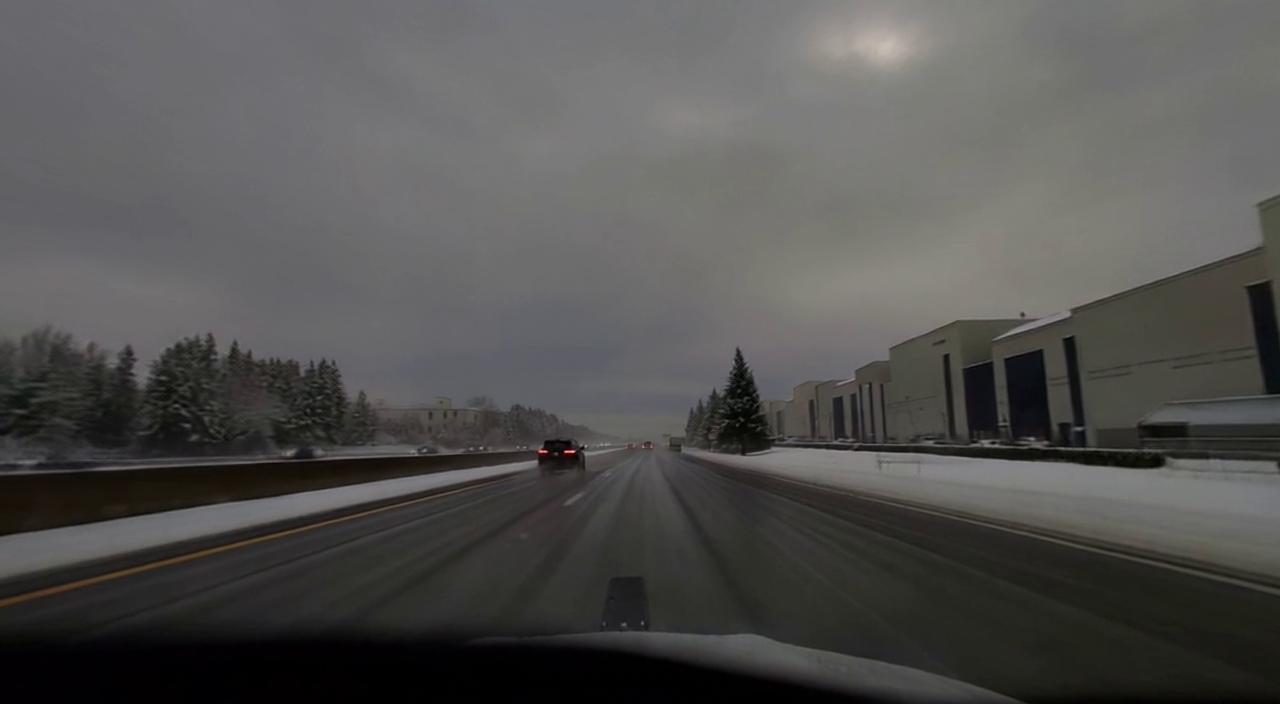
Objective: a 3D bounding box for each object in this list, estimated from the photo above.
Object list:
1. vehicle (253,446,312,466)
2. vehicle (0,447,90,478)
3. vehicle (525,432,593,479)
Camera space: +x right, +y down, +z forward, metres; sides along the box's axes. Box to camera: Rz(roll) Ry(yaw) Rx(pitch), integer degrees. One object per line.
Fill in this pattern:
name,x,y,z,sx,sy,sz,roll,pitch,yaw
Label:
vehicle,-27.882,8.128,49.364,1.892,1.460,4.582,0,-9,1
vehicle,-32.099,5.795,33.350,1.827,1.459,4.505,0,-9,0
vehicle,-3.417,4.500,27.616,2.218,1.850,4.774,0,-9,2
